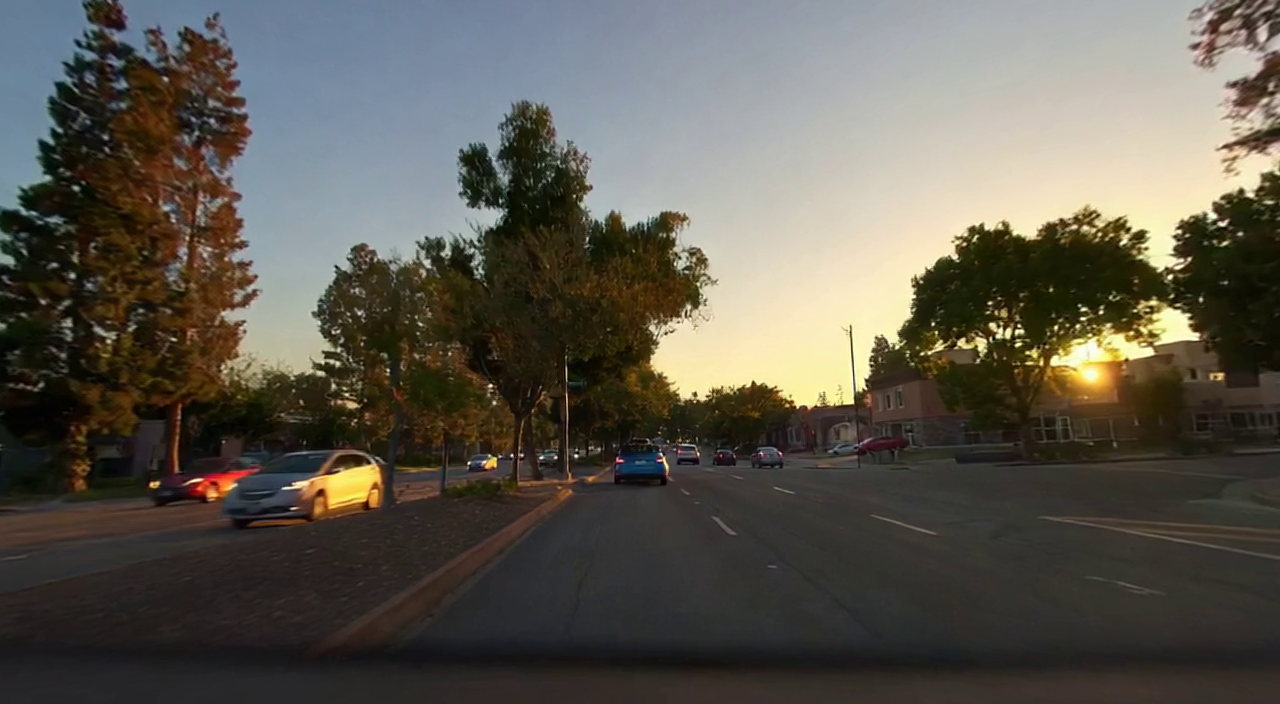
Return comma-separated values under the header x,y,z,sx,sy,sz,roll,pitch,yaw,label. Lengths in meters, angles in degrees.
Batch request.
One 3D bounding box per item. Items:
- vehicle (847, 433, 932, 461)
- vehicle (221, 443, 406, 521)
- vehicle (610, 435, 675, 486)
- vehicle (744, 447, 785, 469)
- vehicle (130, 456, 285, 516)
x,y,z,sx,sy,sz,roll,pitch,yaw,label
19.621,7.517,49.907,5.677,2.171,2.393,-1,-9,4,vehicle
-7.918,3.165,15.978,2.127,1.660,4.607,0,-9,1,vehicle
0.042,4.114,24.284,2.266,1.762,4.131,0,-9,-1,vehicle
9.036,7.752,46.262,2.045,1.484,4.342,0,-9,-1,vehicle
-13.106,4.051,19.536,1.992,1.556,4.035,0,-9,-2,vehicle
